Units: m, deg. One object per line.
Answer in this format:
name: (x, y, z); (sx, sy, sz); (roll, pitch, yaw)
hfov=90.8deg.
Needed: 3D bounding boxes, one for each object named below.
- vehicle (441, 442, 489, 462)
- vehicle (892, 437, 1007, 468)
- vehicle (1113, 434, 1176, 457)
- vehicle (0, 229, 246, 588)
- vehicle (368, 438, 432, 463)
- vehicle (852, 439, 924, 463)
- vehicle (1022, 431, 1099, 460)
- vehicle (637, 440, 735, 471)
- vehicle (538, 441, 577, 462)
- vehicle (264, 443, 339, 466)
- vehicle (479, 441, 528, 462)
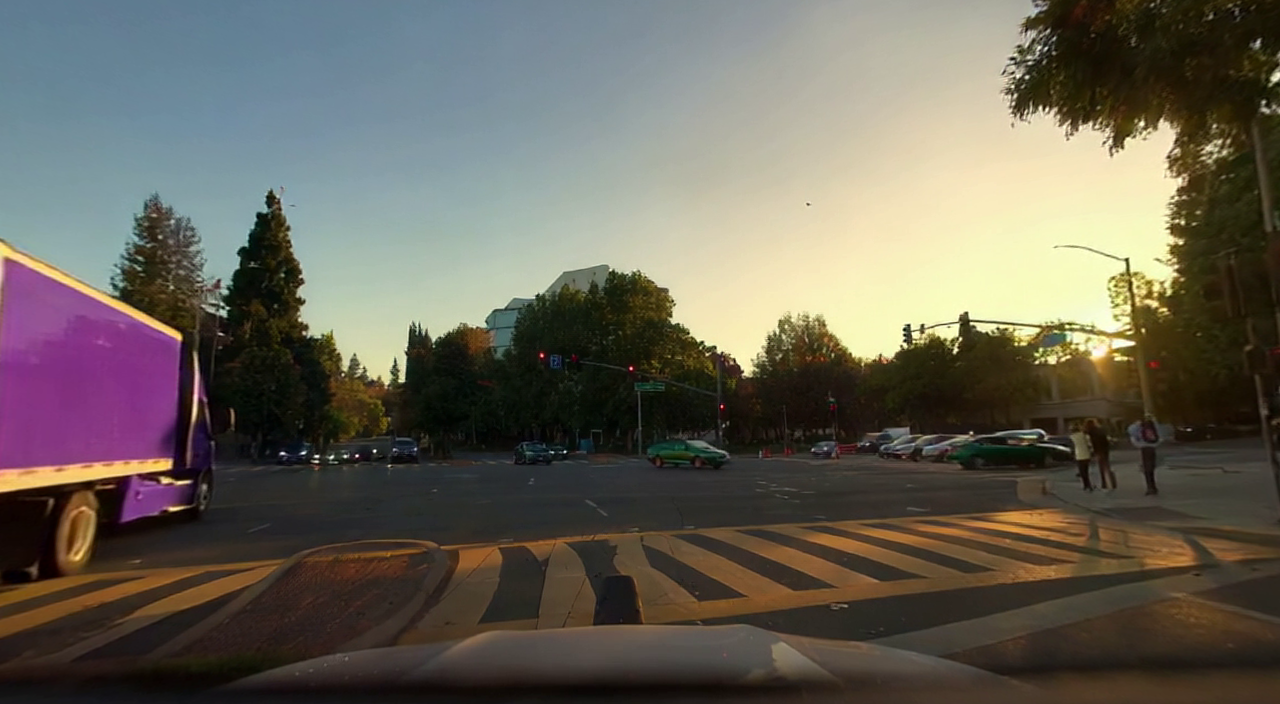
vehicle: (-13.179, 7.587, 47.856); (1.845, 1.426, 4.289); (-1, -9, 8)
vehicle: (15.661, 5.094, 32.080); (4.911, 1.504, 2.109); (2, -9, -11)
vehicle: (38.656, 7.152, 48.391); (4.122, 1.682, 1.930); (4, -9, -25)
vehicle: (-8.131, 0.843, 8.230); (3.112, 3.230, 6.726); (2, -8, -15)
vehicle: (-17.386, 7.155, 45.996); (2.189, 1.753, 4.785); (-2, -9, 9)
vehicle: (17.162, 6.821, 43.701); (4.524, 1.560, 2.052); (4, -10, -28)
vehicle: (28.313, 6.293, 42.488); (4.662, 1.840, 2.055); (4, -10, -26)
vehicle: (2.250, 5.150, 31.578); (4.487, 1.415, 1.911); (-6, -10, 33)
vehicle: (-6.249, 7.581, 48.238); (2.086, 1.487, 4.846); (-1, -9, 3)
vehicle: (-21.831, 6.637, 40.995); (1.859, 1.415, 4.591); (-1, -9, 8)
vehicle: (-10.144, 7.466, 47.405); (2.097, 1.484, 4.596); (-1, -9, 8)
